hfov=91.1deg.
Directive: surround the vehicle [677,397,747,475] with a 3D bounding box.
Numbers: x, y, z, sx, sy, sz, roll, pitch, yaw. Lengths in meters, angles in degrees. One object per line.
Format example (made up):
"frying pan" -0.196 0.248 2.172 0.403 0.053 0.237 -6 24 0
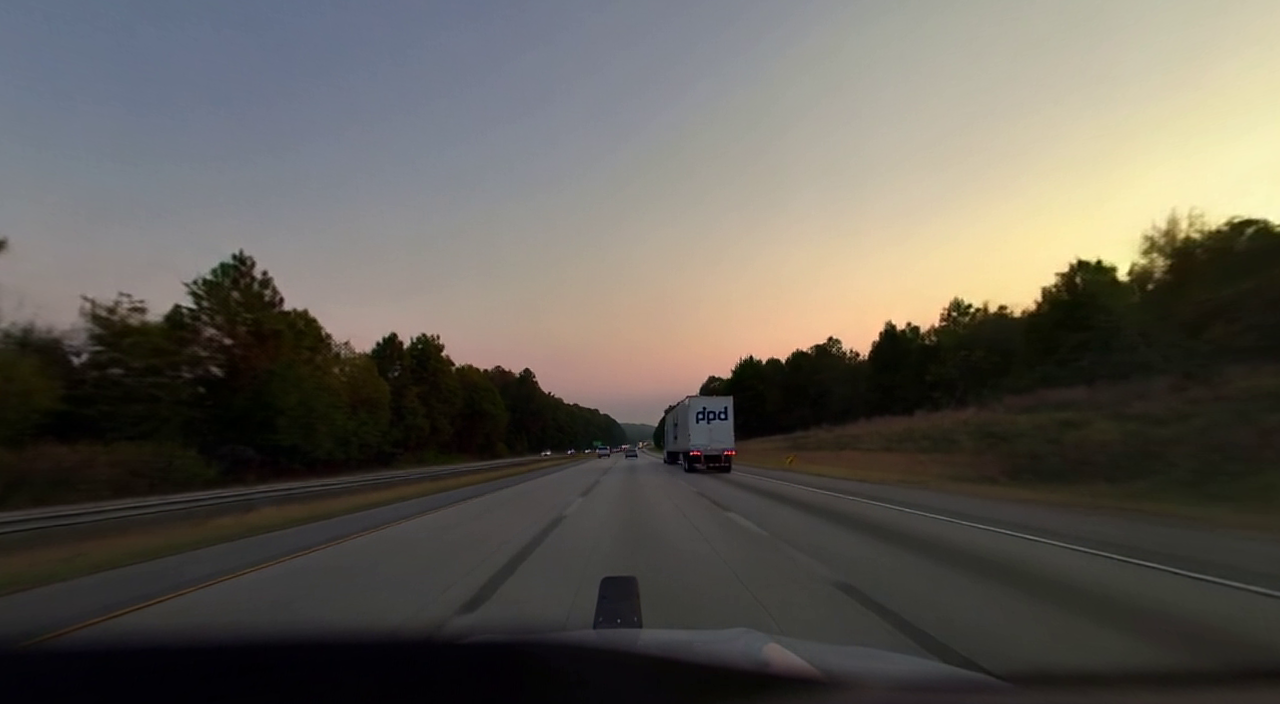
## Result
"vehicle" 3.897 4.894 36.118 2.856 3.933 8.334 0 -9 -1
